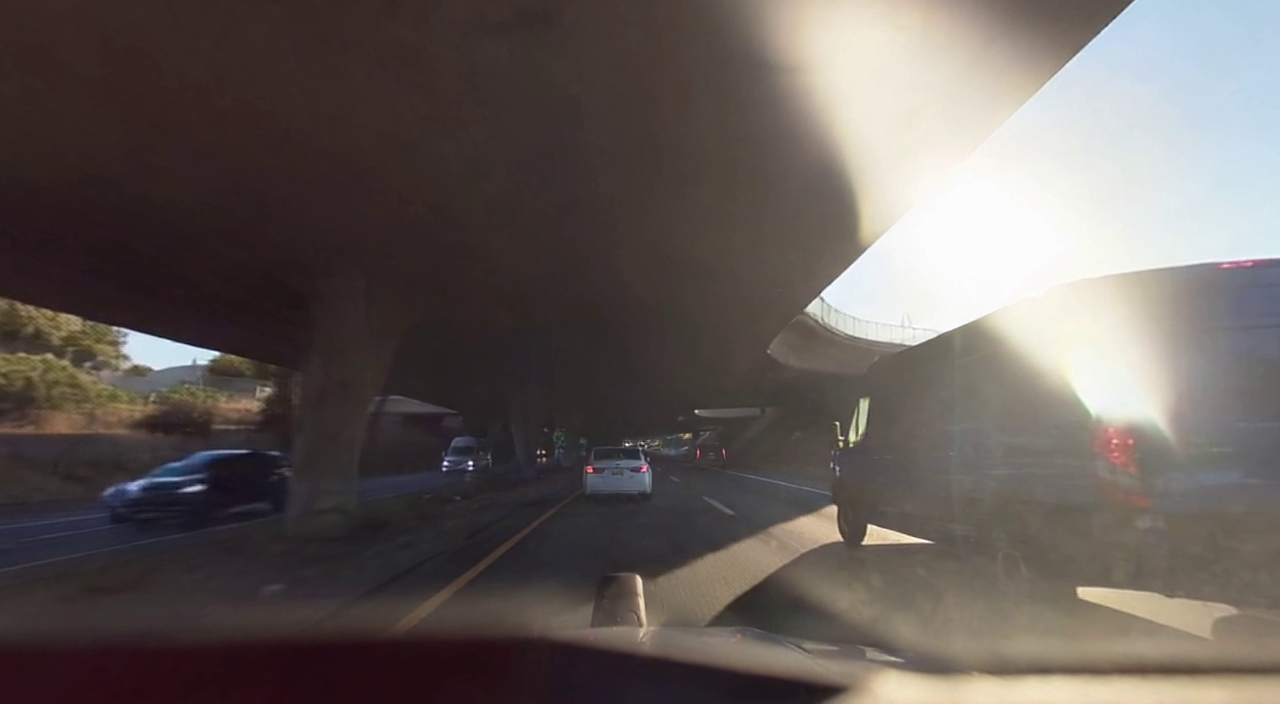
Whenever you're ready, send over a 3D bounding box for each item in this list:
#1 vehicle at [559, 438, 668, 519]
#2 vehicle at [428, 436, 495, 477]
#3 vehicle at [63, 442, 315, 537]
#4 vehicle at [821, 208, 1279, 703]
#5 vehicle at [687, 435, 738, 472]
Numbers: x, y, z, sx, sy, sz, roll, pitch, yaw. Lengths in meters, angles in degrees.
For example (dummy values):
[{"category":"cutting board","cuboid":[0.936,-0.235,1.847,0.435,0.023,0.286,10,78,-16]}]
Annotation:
[{"category":"vehicle","cuboid":[-0.518,2.662,13.642,2.029,1.483,3.769,0,-9,0]},{"category":"vehicle","cuboid":[-9.107,5.373,32.389,2.106,1.959,4.715,0,-9,-1]},{"category":"vehicle","cuboid":[-8.809,2.675,12.858,1.984,1.571,4.292,0,-9,-1]},{"category":"vehicle","cuboid":[3.785,0.956,5.699,2.399,2.421,5.829,0,-9,-1]},{"category":"vehicle","cuboid":[4.069,5.848,36.135,2.261,1.952,4.784,0,-9,-1]}]
